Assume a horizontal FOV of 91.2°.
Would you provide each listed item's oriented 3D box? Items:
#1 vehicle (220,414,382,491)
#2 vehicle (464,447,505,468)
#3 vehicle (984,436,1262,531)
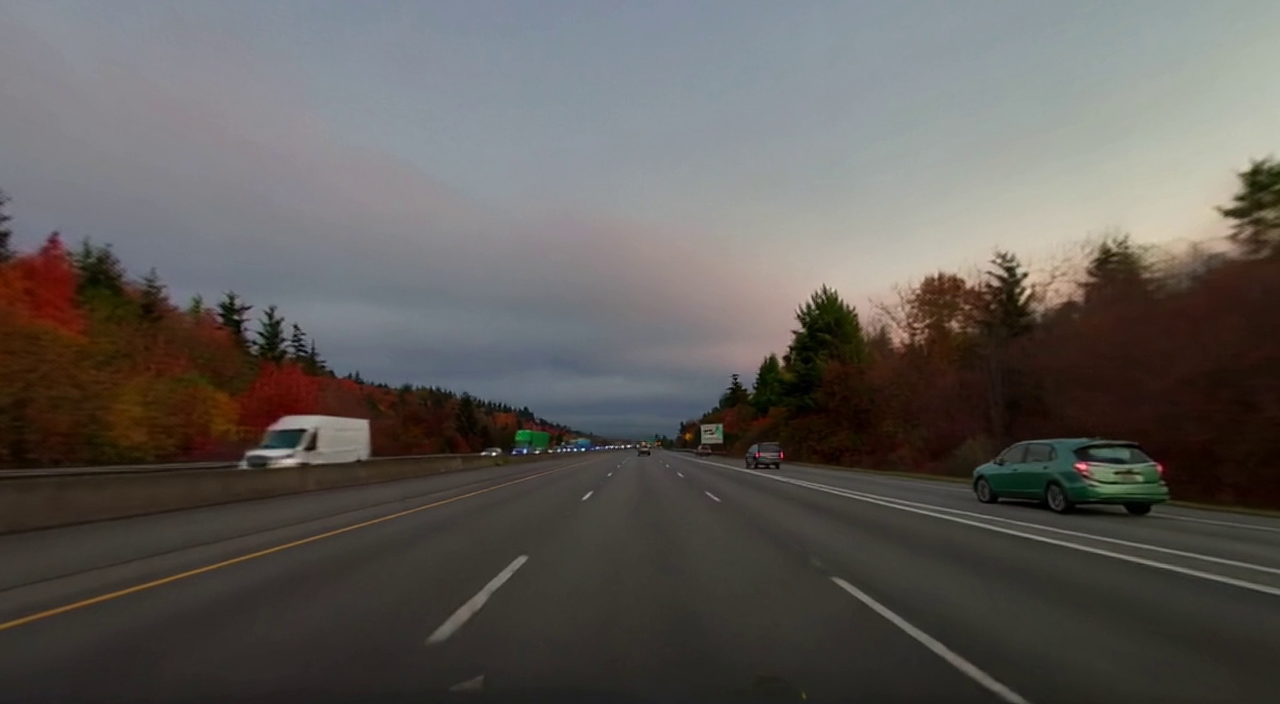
[{"bbox_3d":[-12.079,3.676,23.127,2.376,2.426,6.323,0,-9,0],"label":"vehicle"},{"bbox_3d":[-11.977,8.135,48.506,1.918,1.504,4.582,0,-9,1],"label":"vehicle"},{"bbox_3d":[8.915,2.425,12.156,1.874,1.494,4.082,1,-9,-5],"label":"vehicle"}]
